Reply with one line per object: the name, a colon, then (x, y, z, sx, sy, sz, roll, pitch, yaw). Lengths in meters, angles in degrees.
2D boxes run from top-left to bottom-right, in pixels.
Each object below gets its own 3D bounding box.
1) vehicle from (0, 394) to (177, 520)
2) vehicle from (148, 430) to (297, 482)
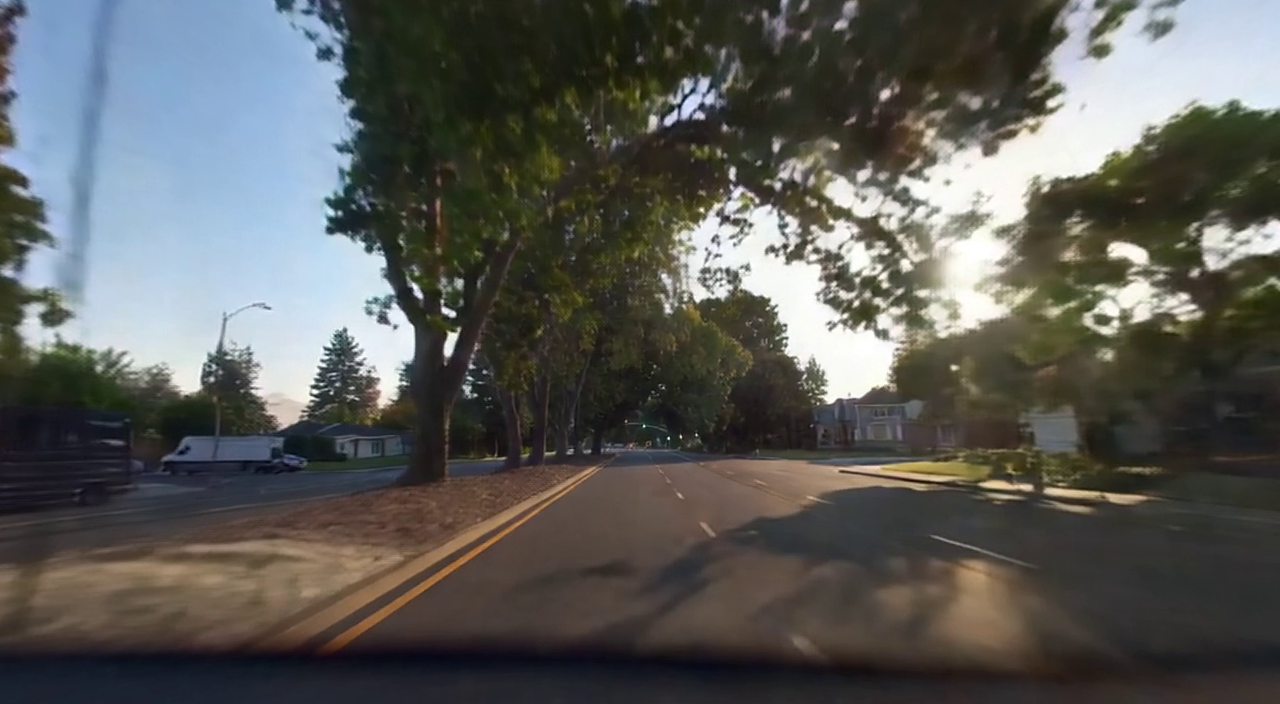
vehicle: (-19.509, 3.221, 19.559, 2.866, 3.528, 9.798, 0, -9, 0)
vehicle: (-28.915, 7.241, 43.931, 8.492, 3.055, 3.116, -4, -9, 6)
